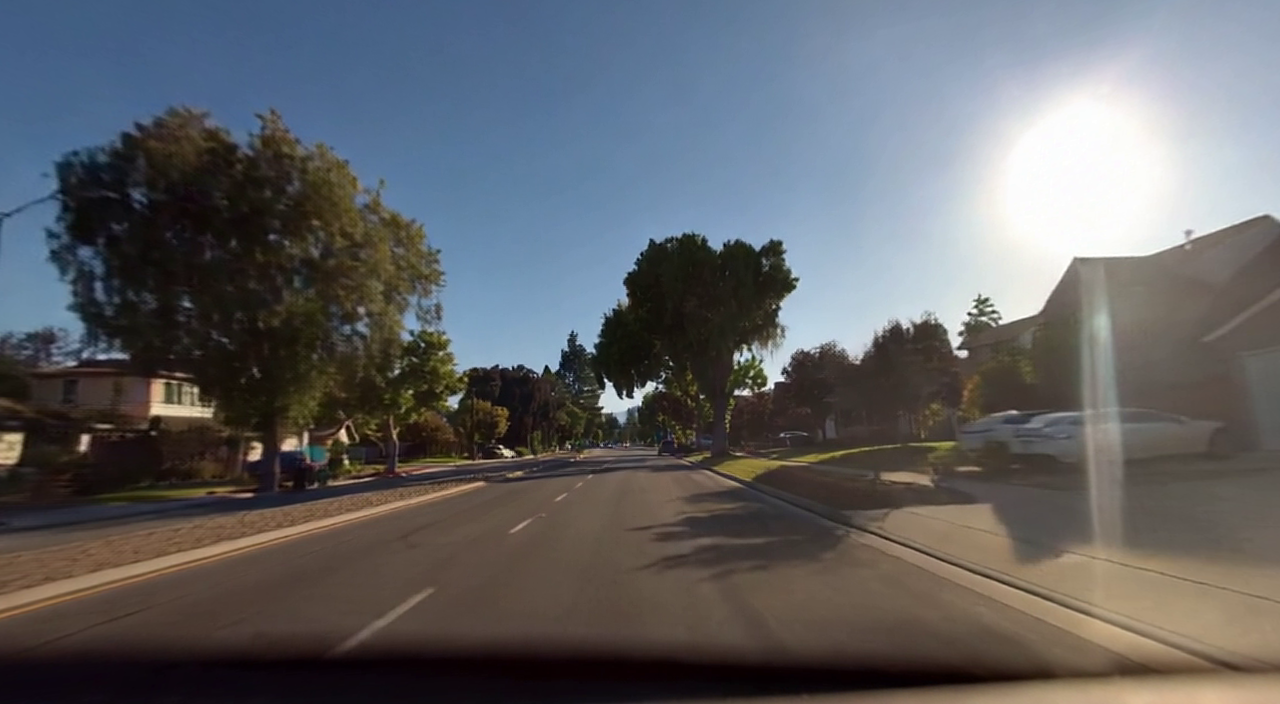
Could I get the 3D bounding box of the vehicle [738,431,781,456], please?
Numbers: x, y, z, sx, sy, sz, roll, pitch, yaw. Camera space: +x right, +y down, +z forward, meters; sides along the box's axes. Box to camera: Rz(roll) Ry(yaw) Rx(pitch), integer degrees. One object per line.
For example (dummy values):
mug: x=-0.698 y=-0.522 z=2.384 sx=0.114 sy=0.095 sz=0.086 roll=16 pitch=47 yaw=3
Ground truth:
vehicle: x=9.109 y=7.032 z=48.600 sx=1.971 sy=1.641 sz=5.191 roll=-4 pitch=-8 yaw=-3

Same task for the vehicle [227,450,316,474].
vehicle: x=-24.088 y=7.189 z=41.442 sx=4.595 sy=1.491 sz=1.902 roll=0 pitch=-8 yaw=-1

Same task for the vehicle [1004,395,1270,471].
vehicle: x=11.707 y=1.970 z=15.210 sx=4.545 sy=1.680 sz=2.001 roll=-1 pitch=-8 yaw=4
